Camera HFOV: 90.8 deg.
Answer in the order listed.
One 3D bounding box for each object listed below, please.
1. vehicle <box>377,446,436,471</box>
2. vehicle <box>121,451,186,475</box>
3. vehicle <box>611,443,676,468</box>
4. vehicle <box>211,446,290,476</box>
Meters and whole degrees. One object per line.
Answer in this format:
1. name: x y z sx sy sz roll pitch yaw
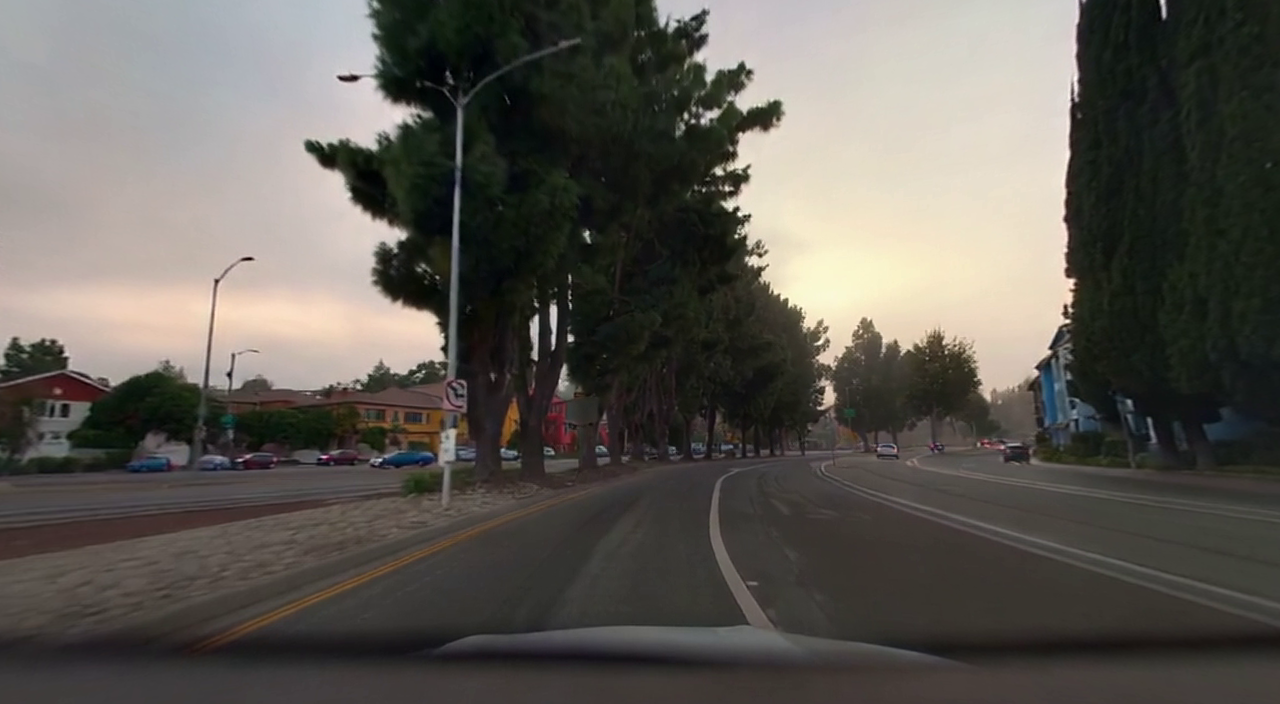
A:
1. vehicle: -15.635 7.135 42.494 1.753 1.553 3.575 -4 -9 21
2. vehicle: -35.110 8.002 45.600 4.207 1.612 1.951 -5 -10 26
3. vehicle: 0.294 6.565 40.191 2.081 1.489 4.863 -5 -10 27
4. vehicle: -28.256 7.994 45.996 1.944 1.714 4.408 -8 -16 24
